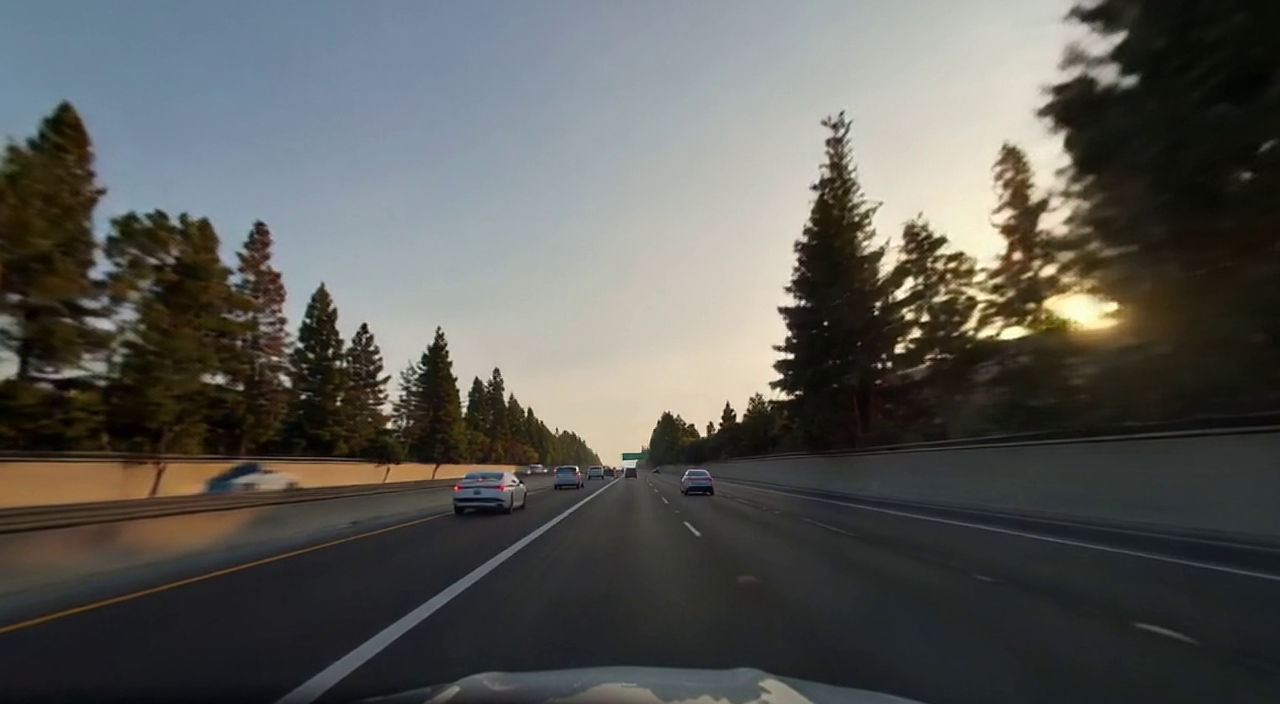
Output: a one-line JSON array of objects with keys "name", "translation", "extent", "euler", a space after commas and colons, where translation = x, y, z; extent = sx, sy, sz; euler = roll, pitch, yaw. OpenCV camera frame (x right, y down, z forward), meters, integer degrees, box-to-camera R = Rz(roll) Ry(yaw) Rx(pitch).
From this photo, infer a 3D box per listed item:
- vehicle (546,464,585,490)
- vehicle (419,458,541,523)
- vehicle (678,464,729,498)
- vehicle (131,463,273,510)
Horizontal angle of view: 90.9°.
[{"name": "vehicle", "translation": [-4.532, 7.668, 38.896], "extent": [2.000, 1.484, 3.995], "euler": [1, -11, -1]}, {"name": "vehicle", "translation": [-4.058, 3.637, 16.933], "extent": [2.004, 1.468, 4.812], "euler": [1, -11, 0]}, {"name": "vehicle", "translation": [3.017, 6.289, 30.918], "extent": [1.981, 1.516, 4.109], "euler": [1, -11, -1]}, {"name": "vehicle", "translation": [-16.513, 5.074, 24.146], "extent": [2.005, 1.580, 4.764], "euler": [1, -11, -1]}]
